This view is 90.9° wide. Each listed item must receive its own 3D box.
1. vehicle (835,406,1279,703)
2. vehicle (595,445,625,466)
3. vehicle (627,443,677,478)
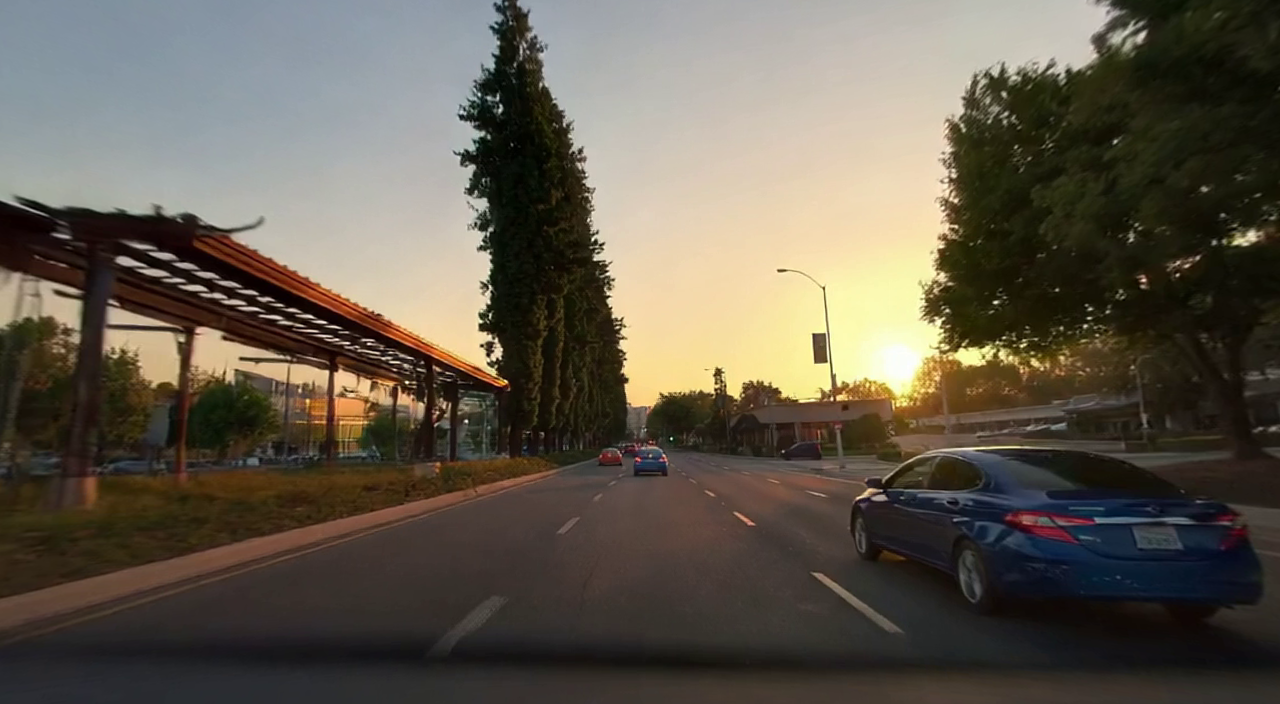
[{"bbox_3d":[3.340,1.330,5.194,2.067,1.497,4.327,0,-8,0],"label":"vehicle"},{"bbox_3d":[-2.228,7.884,48.314,2.036,1.481,4.151,-1,-8,1],"label":"vehicle"},{"bbox_3d":[0.533,5.036,29.470,2.144,1.505,4.128,0,-8,0],"label":"vehicle"}]
